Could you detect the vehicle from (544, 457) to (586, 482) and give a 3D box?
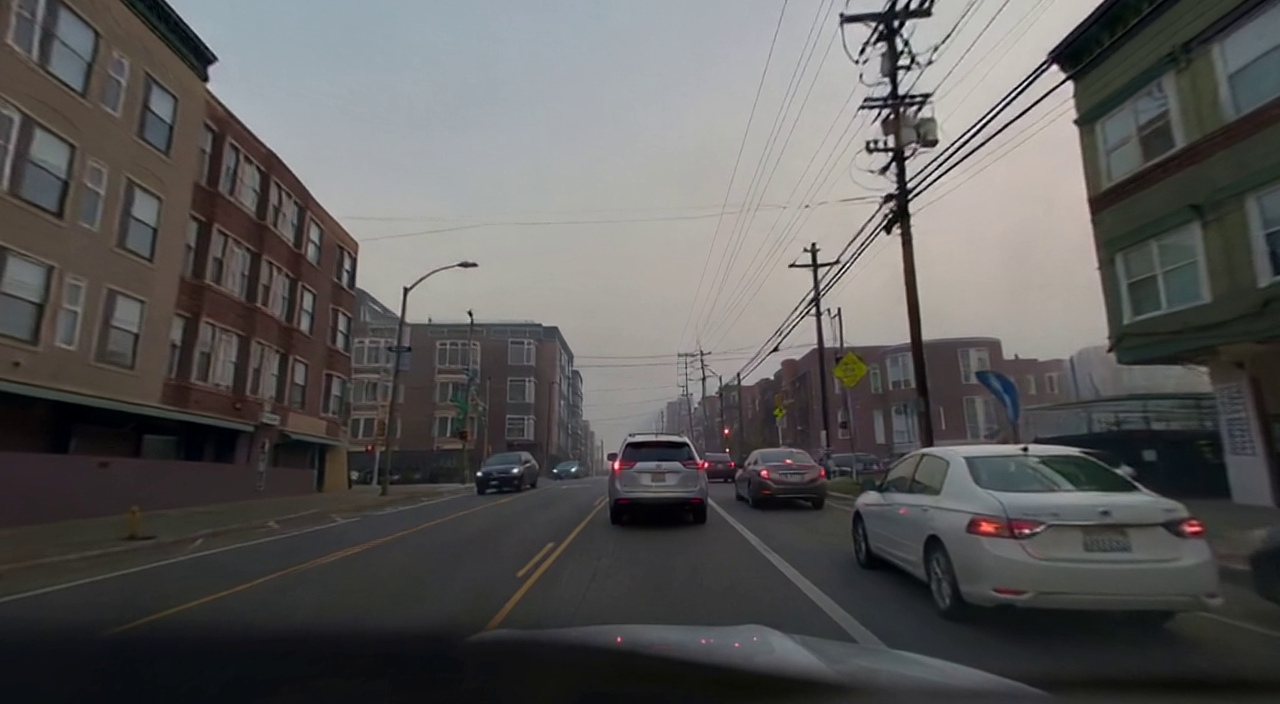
[{"bbox_3d":[-4.998,7.898,42.605,2.014,1.538,4.275,-1,-9,3],"label":"vehicle"}]

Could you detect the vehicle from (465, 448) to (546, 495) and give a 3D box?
[{"bbox_3d":[-5.330,4.775,25.698,2.215,1.703,4.614,-1,-8,1],"label":"vehicle"}]

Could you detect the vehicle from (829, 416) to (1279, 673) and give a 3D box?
[{"bbox_3d":[3.354,1.499,6.002,1.906,1.578,4.020,0,-8,1],"label":"vehicle"}]

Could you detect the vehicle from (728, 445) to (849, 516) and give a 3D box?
[{"bbox_3d":[3.388,2.993,15.294,1.970,1.452,4.227,0,-8,1],"label":"vehicle"}]

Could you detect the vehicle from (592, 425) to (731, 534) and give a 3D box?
[{"bbox_3d":[0.344,2.355,12.221,2.232,1.736,4.036,0,-8,0],"label":"vehicle"}]
